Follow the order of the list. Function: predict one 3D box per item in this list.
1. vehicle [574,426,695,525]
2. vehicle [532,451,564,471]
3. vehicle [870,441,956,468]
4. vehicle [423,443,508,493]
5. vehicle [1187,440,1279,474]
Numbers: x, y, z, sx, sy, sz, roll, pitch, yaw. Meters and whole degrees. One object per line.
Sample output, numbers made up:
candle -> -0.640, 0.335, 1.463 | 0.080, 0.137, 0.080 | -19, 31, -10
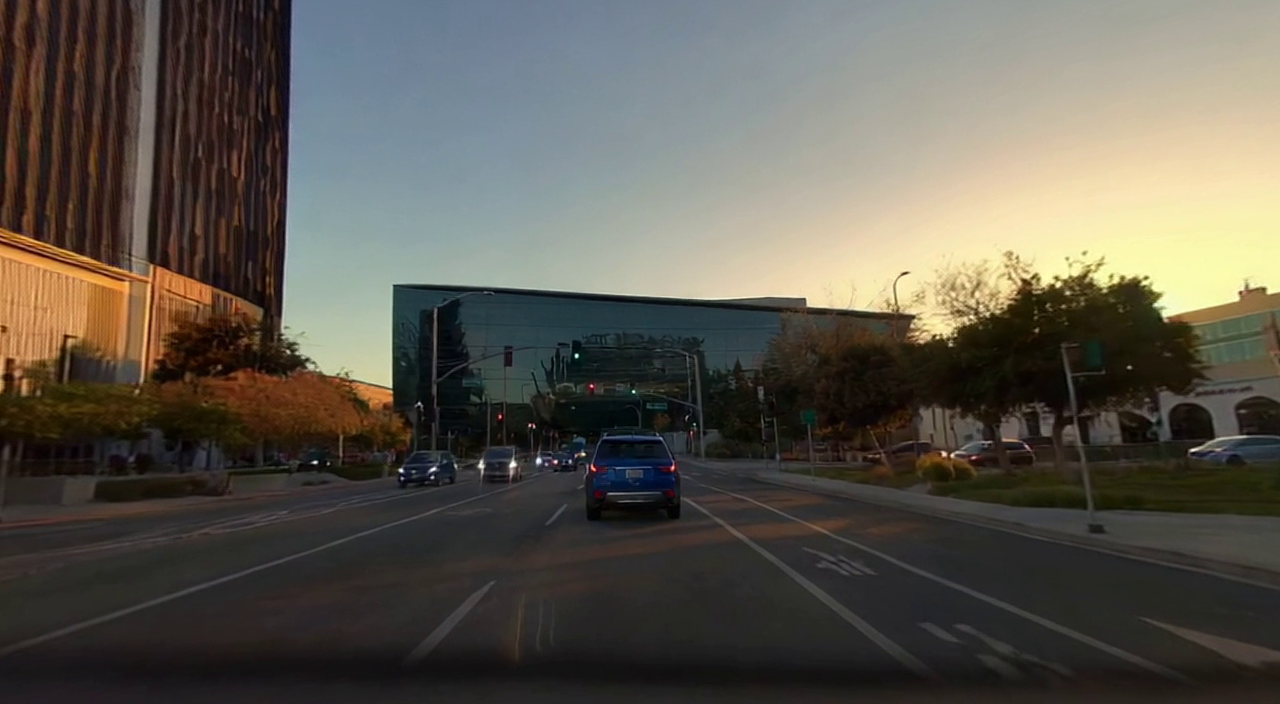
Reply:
vehicle -> -0.172, 2.558, 13.590 | 2.183, 1.765, 4.059 | 0, -9, -2
vehicle -> -7.143, 8.497, 49.566 | 1.908, 1.475, 4.337 | 0, -9, 0
vehicle -> 16.630, 6.277, 38.660 | 4.422, 1.563, 1.751 | 0, -9, -2
vehicle -> -6.295, 4.208, 23.320 | 2.028, 1.655, 4.189 | 0, -9, -1
vehicle -> 31.032, 5.274, 31.817 | 5.161, 1.610, 2.024 | 0, -9, -3
